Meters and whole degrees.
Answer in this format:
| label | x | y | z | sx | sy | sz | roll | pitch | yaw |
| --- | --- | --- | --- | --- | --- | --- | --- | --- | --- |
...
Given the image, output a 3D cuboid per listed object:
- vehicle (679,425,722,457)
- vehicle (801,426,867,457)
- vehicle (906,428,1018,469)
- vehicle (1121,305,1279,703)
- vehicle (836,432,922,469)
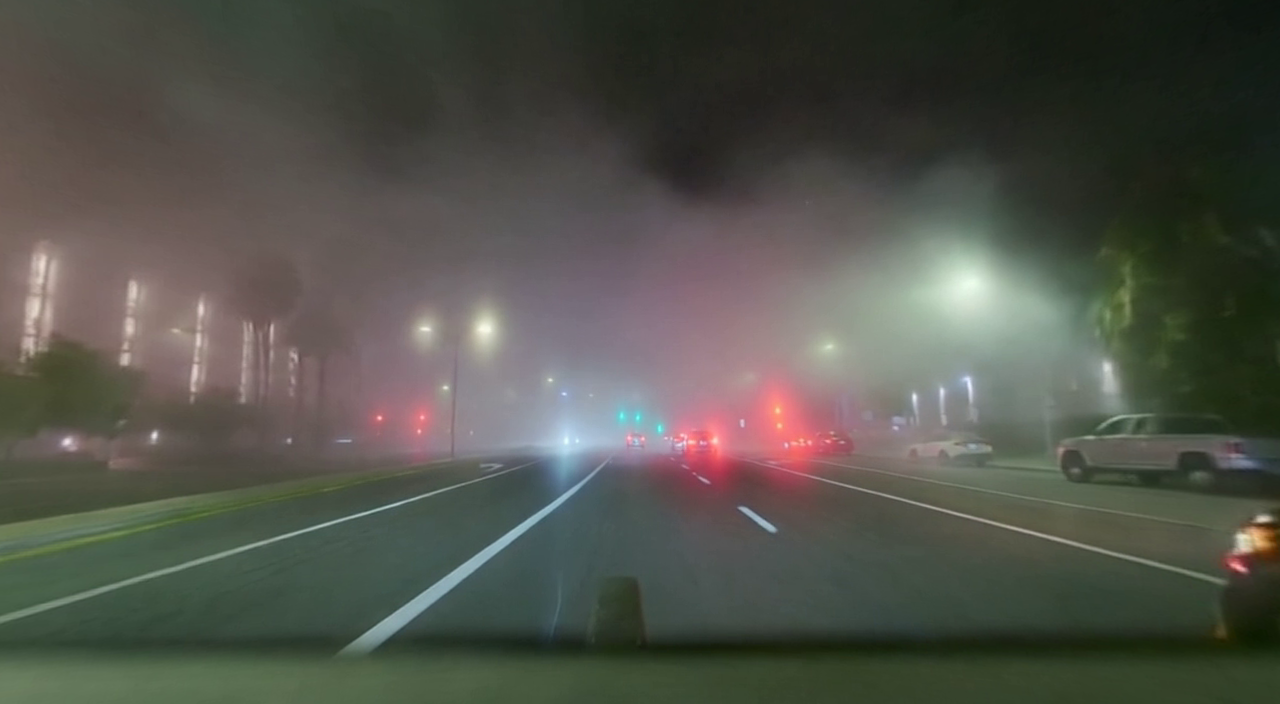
| label | x | y | z | sx | sy | sz | roll | pitch | yaw |
| --- | --- | --- | --- | --- | --- | --- | --- | --- | --- |
| vehicle | 3.748 | 5.655 | 39.950 | 2.104 | 1.910 | 4.693 | 0 | -9 | -2 |
| vehicle | 12.658 | 5.925 | 41.648 | 2.157 | 1.937 | 5.386 | 0 | -9 | -5 |
| vehicle | 13.715 | 4.156 | 27.328 | 2.009 | 1.600 | 4.960 | 0 | -9 | -4 |
| vehicle | 3.558 | 0.473 | 0.711 | 2.219 | 1.795 | 4.718 | 0 | -9 | -1 |
| vehicle | 10.395 | 4.329 | 27.888 | 1.871 | 1.465 | 4.395 | 0 | -9 | -4 |
